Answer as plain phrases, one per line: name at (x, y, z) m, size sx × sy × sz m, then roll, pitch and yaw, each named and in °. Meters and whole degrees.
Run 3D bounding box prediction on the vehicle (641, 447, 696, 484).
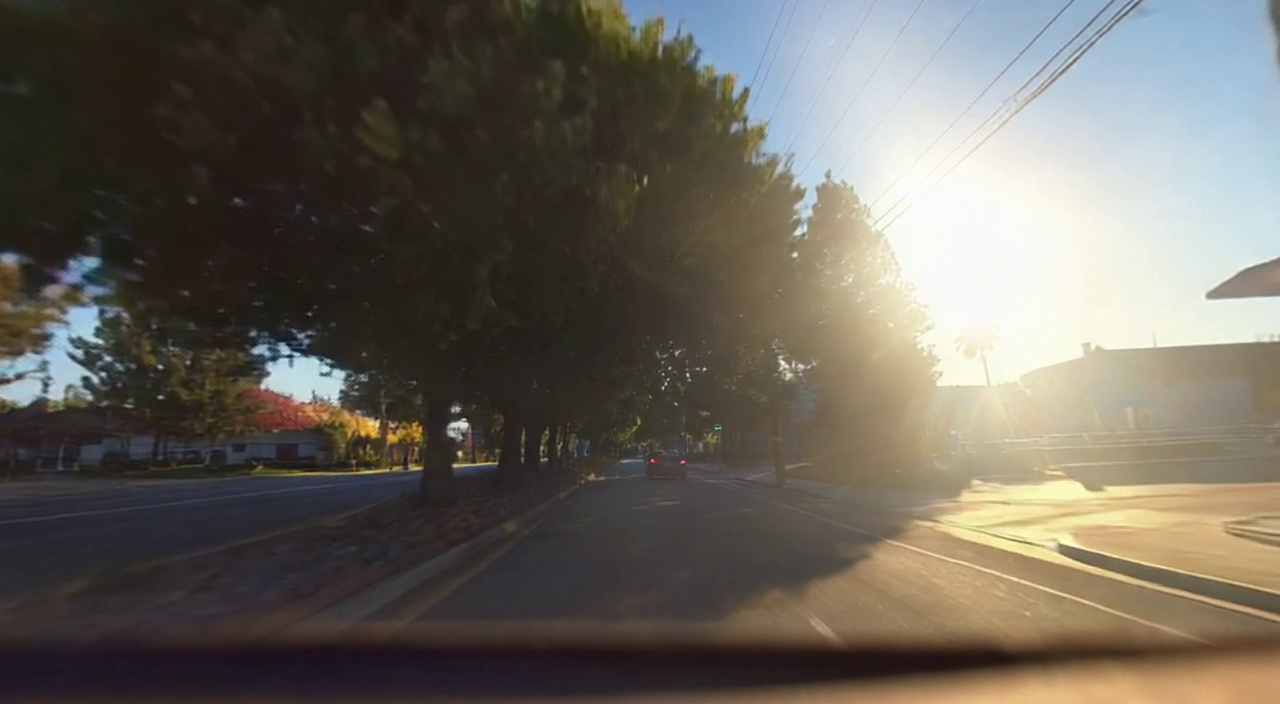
vehicle at (1.171, 4.981, 28.061) m, size 2.061 × 1.475 × 4.296 m, roll 0°, pitch -8°, yaw -3°
